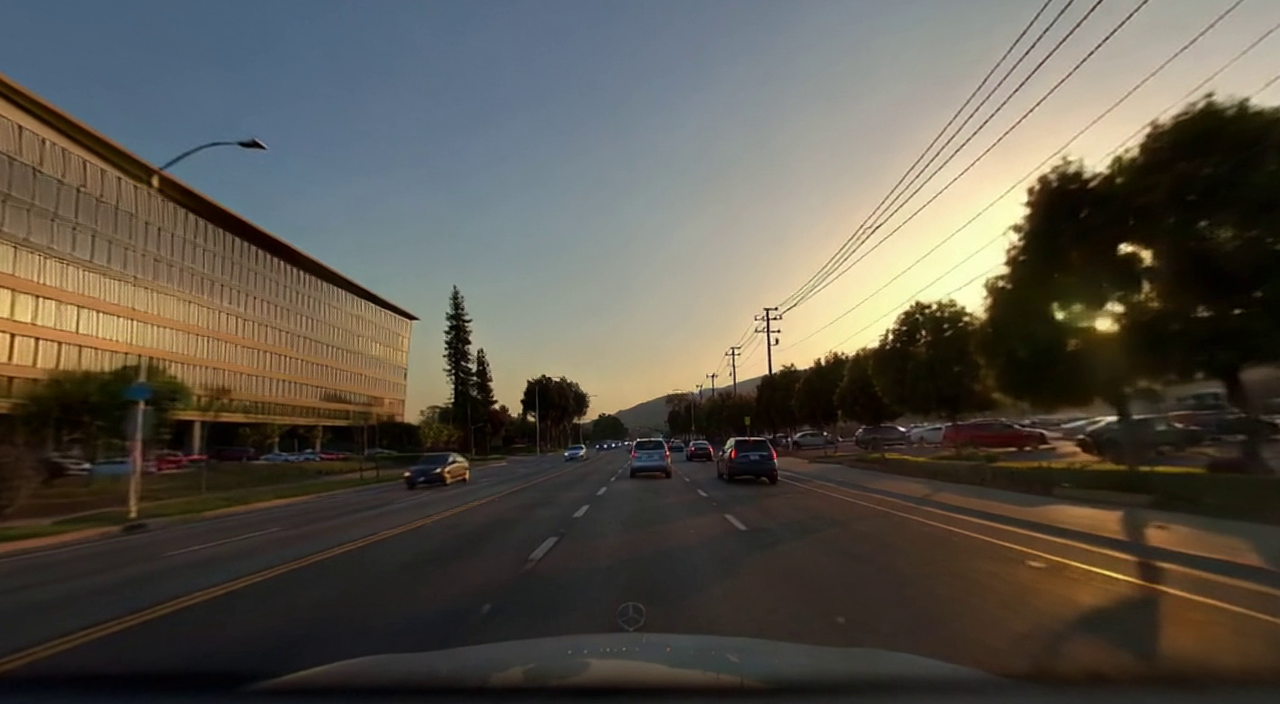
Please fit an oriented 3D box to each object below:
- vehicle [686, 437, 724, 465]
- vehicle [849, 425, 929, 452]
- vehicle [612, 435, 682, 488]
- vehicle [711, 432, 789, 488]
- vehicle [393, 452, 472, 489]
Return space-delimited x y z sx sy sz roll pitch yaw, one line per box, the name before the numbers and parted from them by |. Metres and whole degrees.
vehicle | 4.214 6.530 41.582 2.024 1.711 4.512 0 -8 0
vehicle | 16.294 5.678 41.357 4.392 1.709 2.002 0 -9 -1
vehicle | 0.245 3.759 21.951 2.200 1.653 4.127 0 -8 1
vehicle | 3.602 3.626 21.420 1.914 1.698 4.049 0 -8 0
vehicle | -9.482 5.426 29.205 2.040 1.507 4.598 0 -8 1
